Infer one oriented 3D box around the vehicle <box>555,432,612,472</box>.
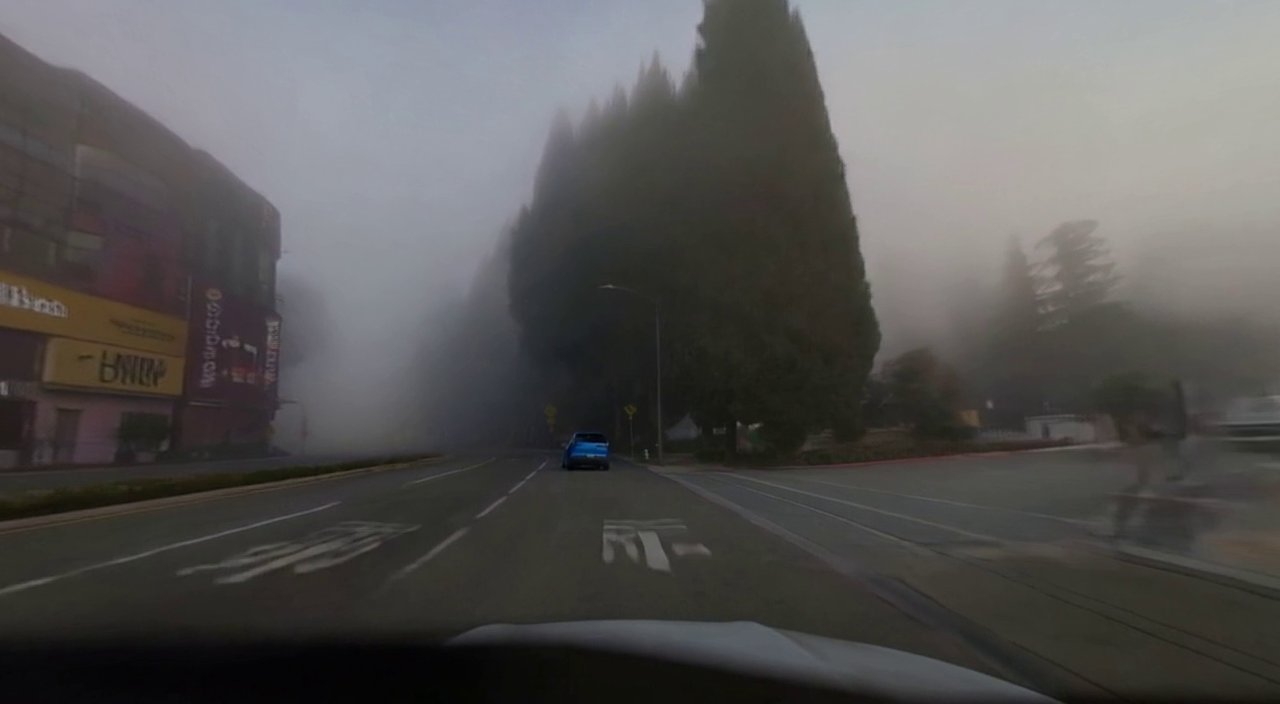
[{"bbox_3d":[-2.525,4.258,27.211,2.231,1.572,4.227,1,-8,-8],"label":"vehicle"}]
